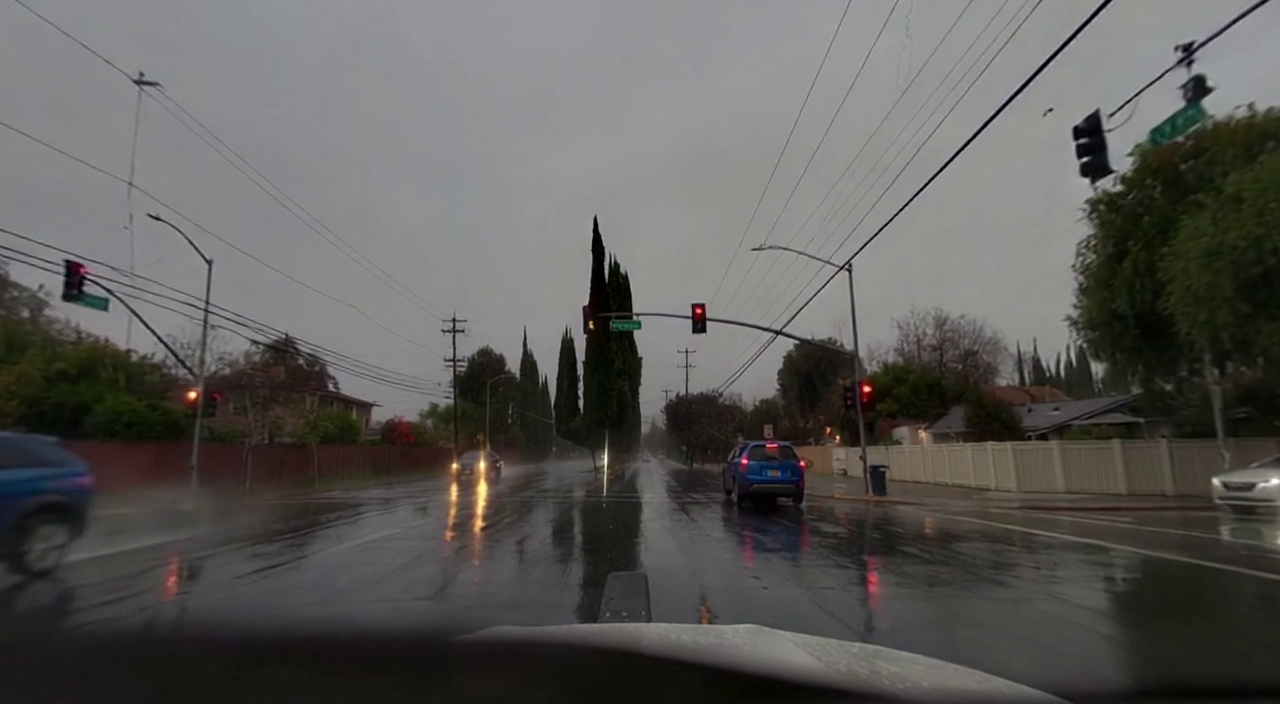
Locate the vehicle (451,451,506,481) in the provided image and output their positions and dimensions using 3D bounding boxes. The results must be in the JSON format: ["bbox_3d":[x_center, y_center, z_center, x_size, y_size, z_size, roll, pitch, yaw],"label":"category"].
[{"bbox_3d":[-10.072,7.116,39.699,2.241,1.620,4.511,-3,-9,1],"label":"vehicle"}]

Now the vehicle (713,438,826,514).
[{"bbox_3d":[3.501,3.451,18.100,2.144,1.843,4.827,0,-9,-1],"label":"vehicle"}]

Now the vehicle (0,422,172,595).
[{"bbox_3d":[-7.307,1.553,6.271,1.981,1.689,4.233,0,-9,1],"label":"vehicle"}]

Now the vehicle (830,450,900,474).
[{"bbox_3d":[15.579,7.643,43.835,4.135,1.558,1.929,0,-8,3],"label":"vehicle"}]
